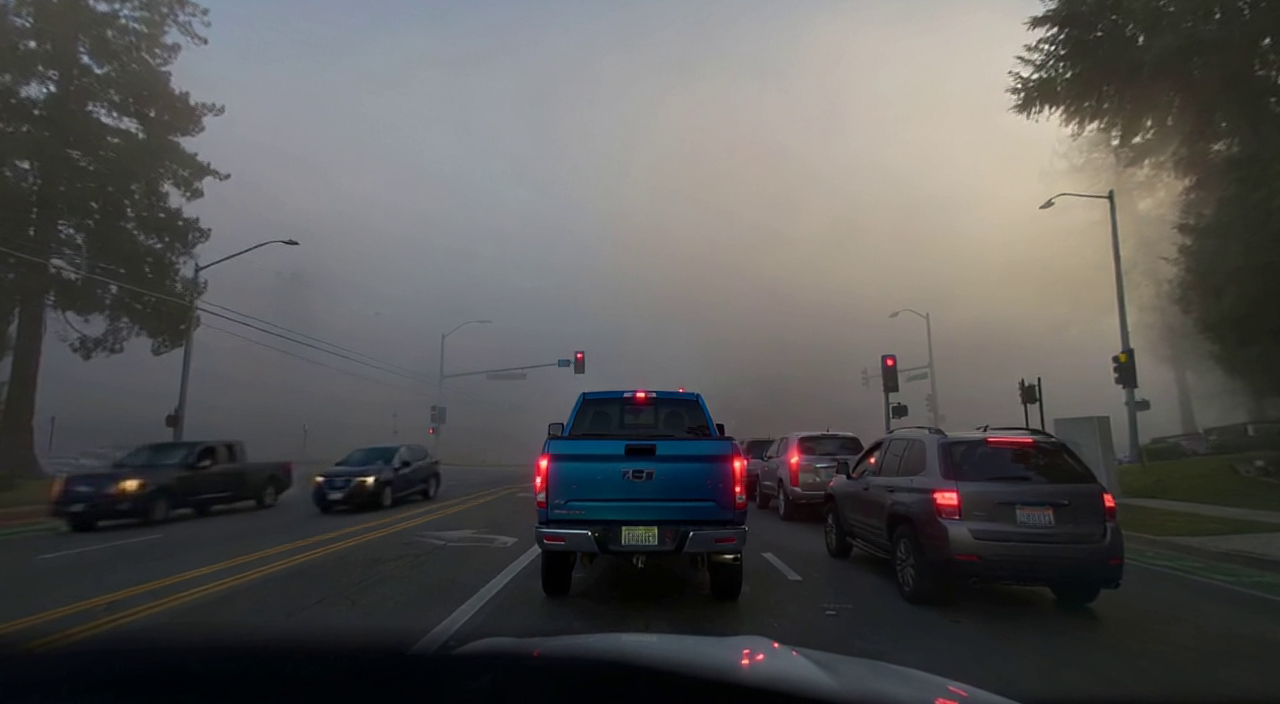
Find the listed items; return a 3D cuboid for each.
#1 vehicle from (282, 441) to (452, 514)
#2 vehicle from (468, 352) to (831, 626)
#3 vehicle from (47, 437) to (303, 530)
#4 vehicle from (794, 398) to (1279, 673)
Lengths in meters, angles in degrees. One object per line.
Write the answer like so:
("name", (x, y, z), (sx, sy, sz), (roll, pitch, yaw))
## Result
("vehicle", (-6.238, 2.887, 15.085), (1.994, 1.469, 4.367), (0, -8, 2))
("vehicle", (0.088, 1.392, 7.404), (2.636, 2.011, 5.425), (0, -8, 1))
("vehicle", (-9.457, 2.657, 13.467), (1.920, 1.563, 4.643), (-2, -8, 0))
("vehicle", (3.333, 1.505, 6.504), (2.155, 1.667, 5.162), (0, -8, 0))
